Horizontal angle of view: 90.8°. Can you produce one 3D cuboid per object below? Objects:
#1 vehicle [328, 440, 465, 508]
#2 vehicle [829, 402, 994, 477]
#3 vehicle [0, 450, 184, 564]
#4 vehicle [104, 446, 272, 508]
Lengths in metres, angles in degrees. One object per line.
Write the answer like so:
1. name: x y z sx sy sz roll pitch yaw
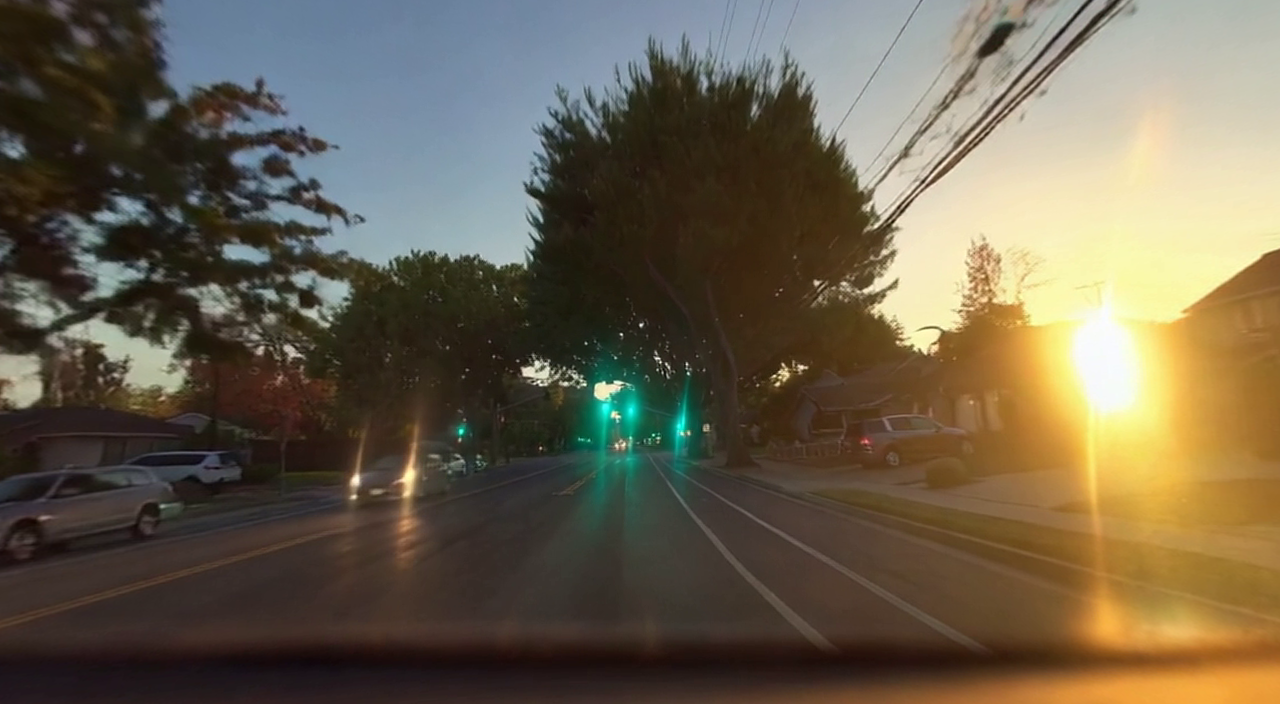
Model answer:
1. vehicle: -7.095 3.559 19.038 2.142 1.611 4.890 -5 -8 0
2. vehicle: 9.382 2.931 21.731 5.565 2.036 1.907 -1 -7 -27
3. vehicle: -11.501 2.974 11.997 2.024 1.795 5.054 -11 -8 -3
4. vehicle: -19.913 5.494 28.069 5.775 2.026 2.228 -5 -9 -3
